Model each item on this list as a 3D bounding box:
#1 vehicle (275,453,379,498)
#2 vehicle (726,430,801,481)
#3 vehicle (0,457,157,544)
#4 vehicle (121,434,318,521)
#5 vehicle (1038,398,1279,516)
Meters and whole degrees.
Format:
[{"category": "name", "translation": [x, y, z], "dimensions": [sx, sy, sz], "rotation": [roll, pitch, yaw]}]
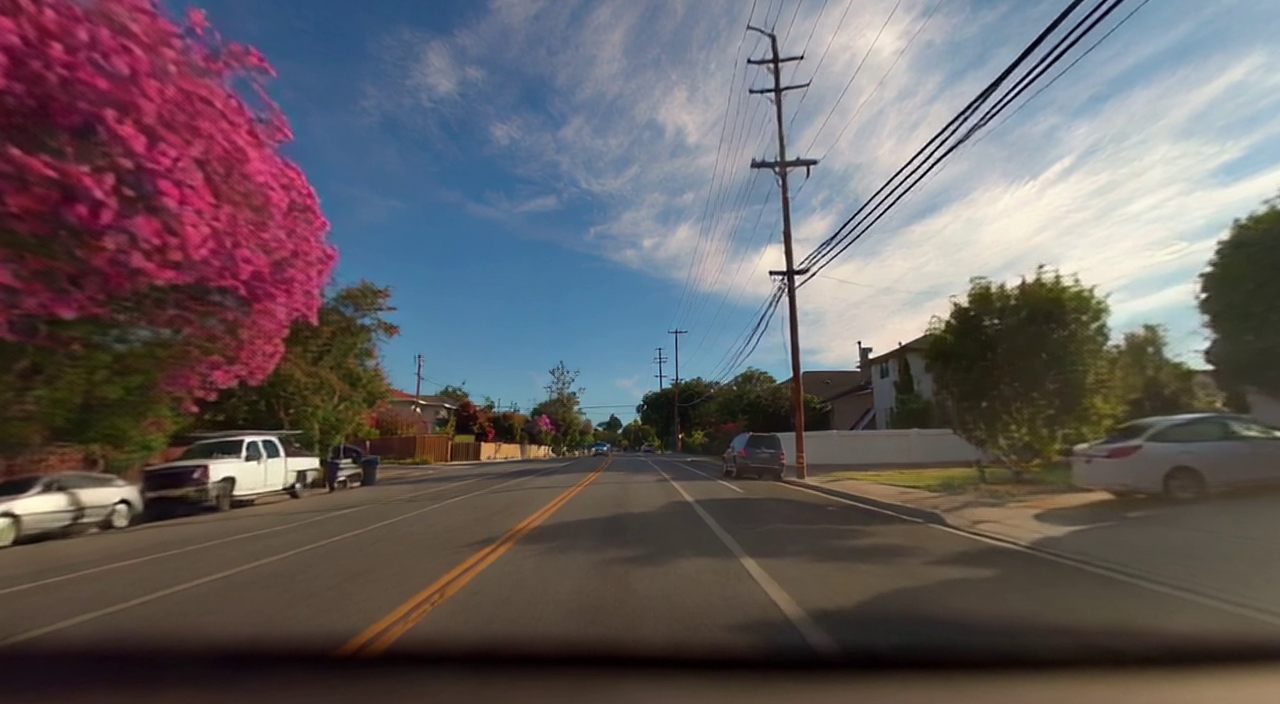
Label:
[{"category": "vehicle", "translation": [-13.298, 5.247, 27.247], "dimensions": [2.106, 1.606, 4.804], "rotation": [-1, -8, 0]}, {"category": "vehicle", "translation": [5.306, 4.524, 27.918], "dimensions": [2.238, 1.995, 5.491], "rotation": [0, -8, 0]}, {"category": "vehicle", "translation": [-13.220, 3.085, 13.526], "dimensions": [2.041, 1.573, 4.575], "rotation": [0, -8, 1]}, {"category": "vehicle", "translation": [-13.018, 3.816, 20.267], "dimensions": [2.331, 2.265, 5.888], "rotation": [-2, -7, -1]}, {"category": "vehicle", "translation": [10.640, 1.935, 12.013], "dimensions": [4.598, 1.892, 1.990], "rotation": [-3, -8, 3]}]
